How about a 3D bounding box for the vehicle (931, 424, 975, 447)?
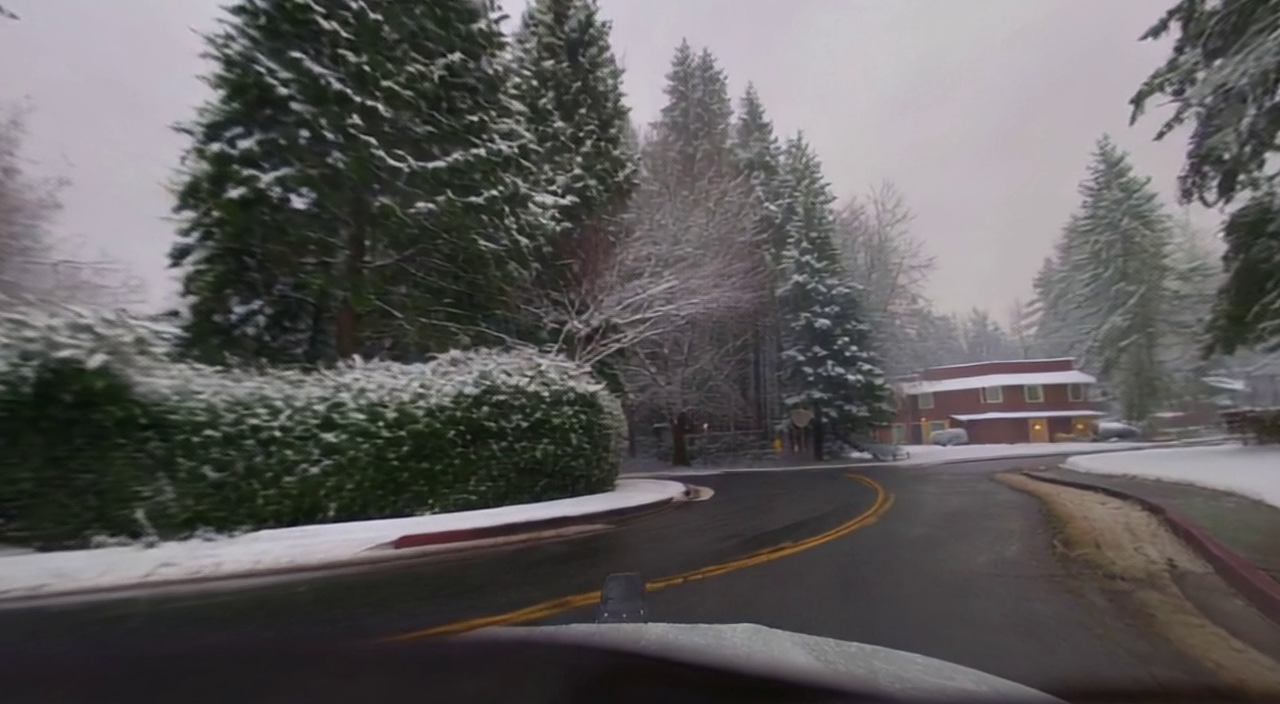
[{"bbox_3d":[22.437,6.041,45.348,1.802,1.548,3.501,0,-9,9],"label":"vehicle"}]
